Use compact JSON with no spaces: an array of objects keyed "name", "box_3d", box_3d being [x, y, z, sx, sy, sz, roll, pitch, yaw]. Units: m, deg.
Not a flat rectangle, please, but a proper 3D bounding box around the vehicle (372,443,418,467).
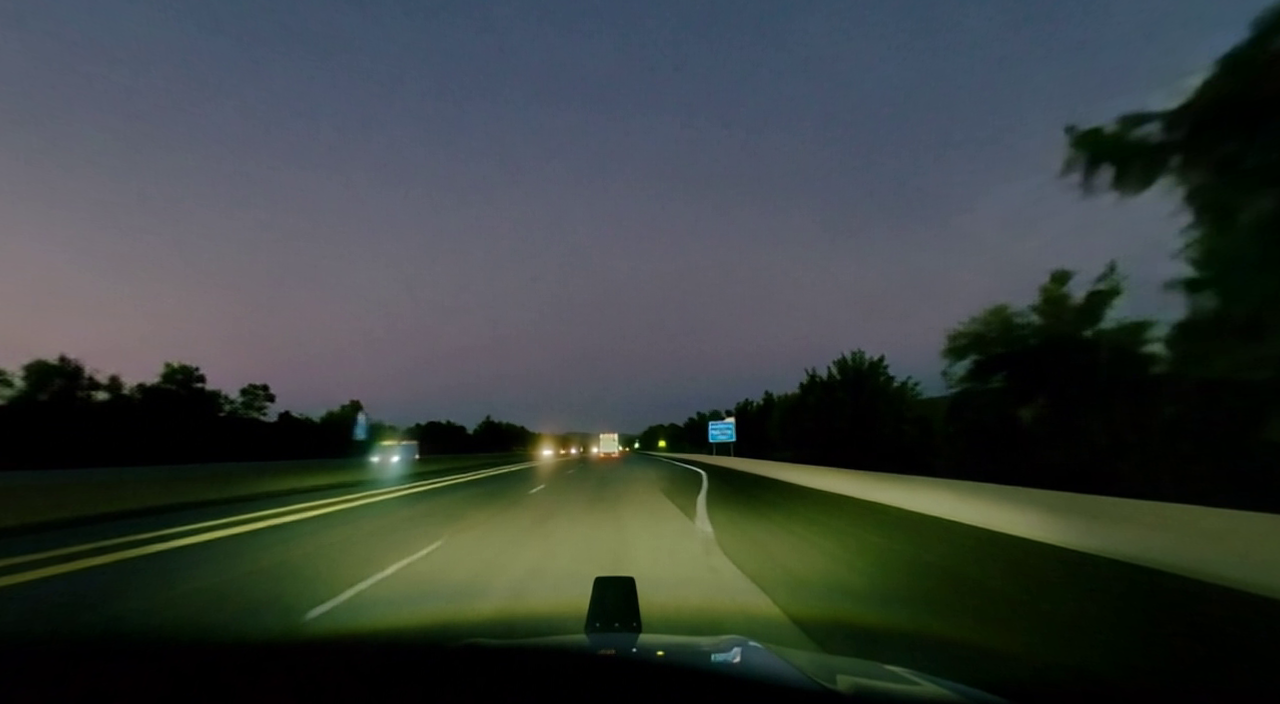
[{"name":"vehicle","box_3d":[-19.361,8.128,49.855,1.982,1.775,4.245,0,-9,-2]}]
